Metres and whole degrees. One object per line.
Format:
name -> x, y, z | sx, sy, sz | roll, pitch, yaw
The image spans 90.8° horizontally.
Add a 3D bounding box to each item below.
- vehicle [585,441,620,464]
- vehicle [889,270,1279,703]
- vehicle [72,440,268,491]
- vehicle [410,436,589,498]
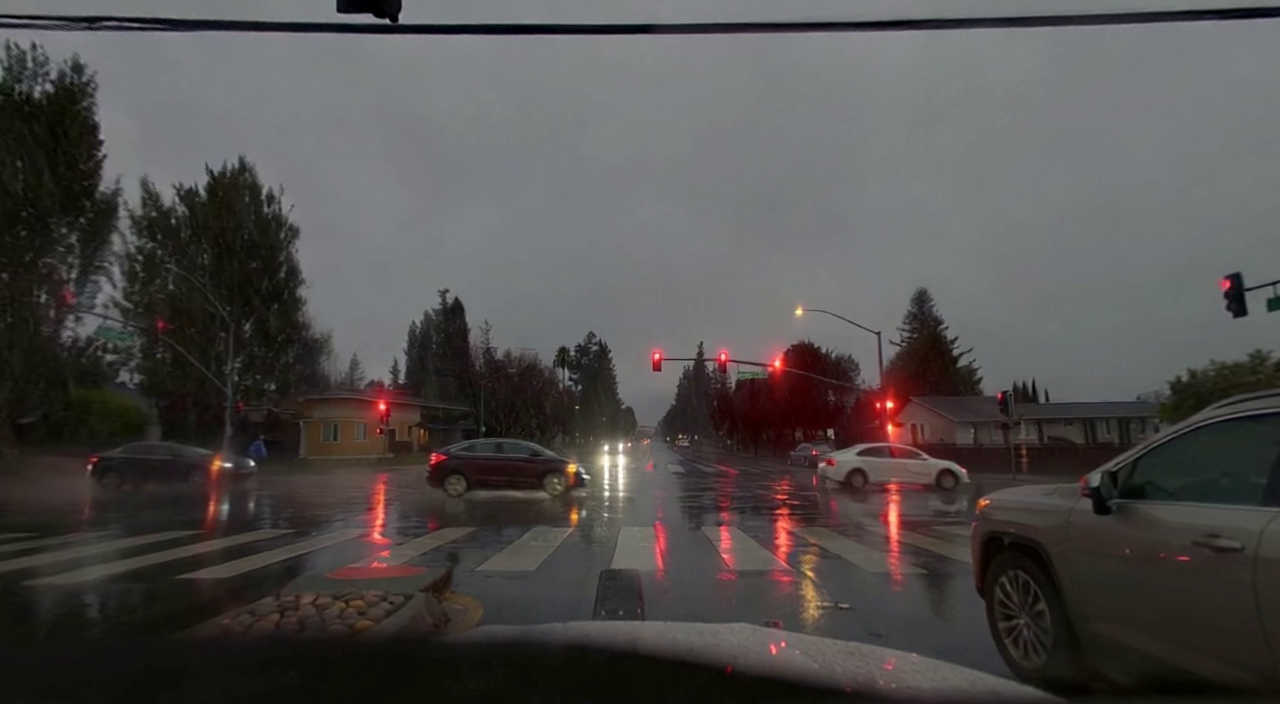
vehicle -> -2.429, 6.710, 42.265 | 2.046, 1.491, 4.118 | 0, -9, 1
vehicle -> 2.706, 0.711, 1.727 | 2.085, 1.800, 4.908 | 0, -9, 1
vehicle -> -14.609, 3.531, 19.868 | 4.537, 1.501, 1.950 | 0, -9, -1
vehicle -> -3.575, 3.015, 16.716 | 4.290, 1.518, 1.888 | 0, -8, -1
